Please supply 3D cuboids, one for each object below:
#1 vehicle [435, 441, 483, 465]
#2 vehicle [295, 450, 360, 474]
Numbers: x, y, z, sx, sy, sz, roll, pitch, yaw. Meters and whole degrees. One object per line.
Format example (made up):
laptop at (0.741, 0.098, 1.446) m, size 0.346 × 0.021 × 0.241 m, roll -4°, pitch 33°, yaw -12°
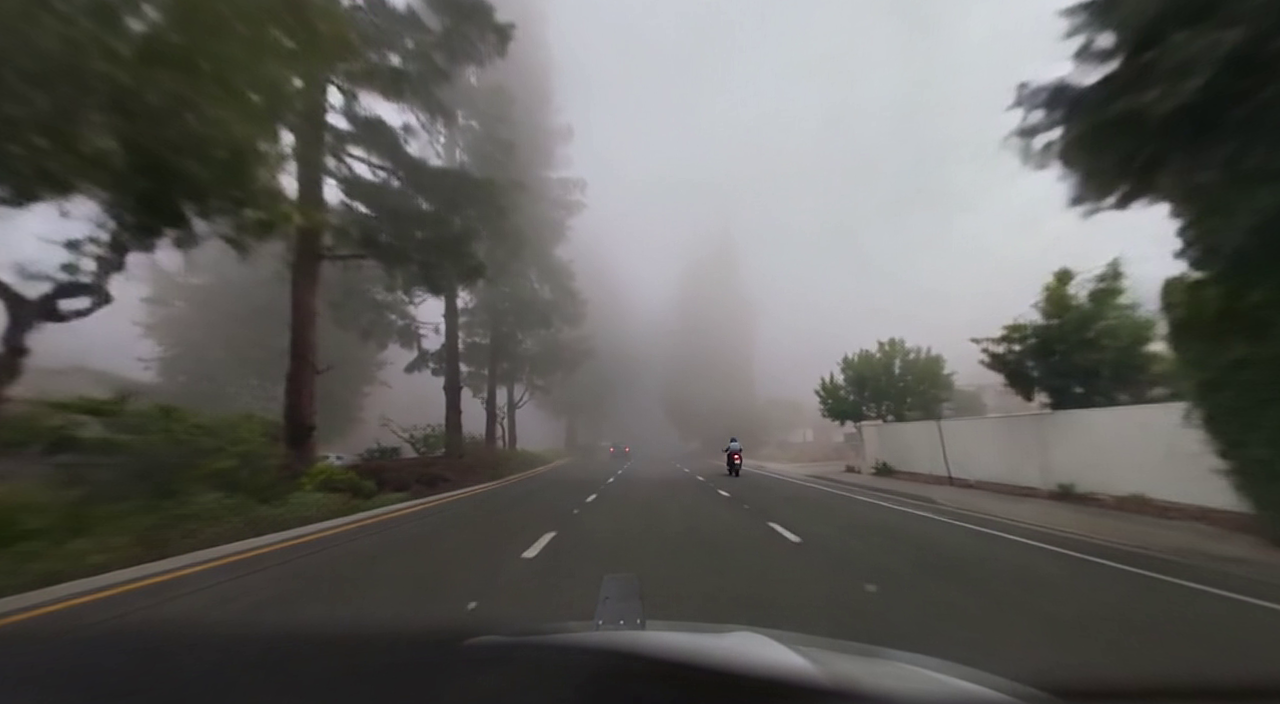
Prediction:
vehicle at (-13.195, 7.398, 46.318) m, size 2.103 × 1.699 × 4.474 m, roll 0°, pitch -8°, yaw 1°
vehicle at (-20.785, 7.309, 42.139) m, size 1.888 × 1.487 × 4.721 m, roll -1°, pitch -8°, yaw 1°
